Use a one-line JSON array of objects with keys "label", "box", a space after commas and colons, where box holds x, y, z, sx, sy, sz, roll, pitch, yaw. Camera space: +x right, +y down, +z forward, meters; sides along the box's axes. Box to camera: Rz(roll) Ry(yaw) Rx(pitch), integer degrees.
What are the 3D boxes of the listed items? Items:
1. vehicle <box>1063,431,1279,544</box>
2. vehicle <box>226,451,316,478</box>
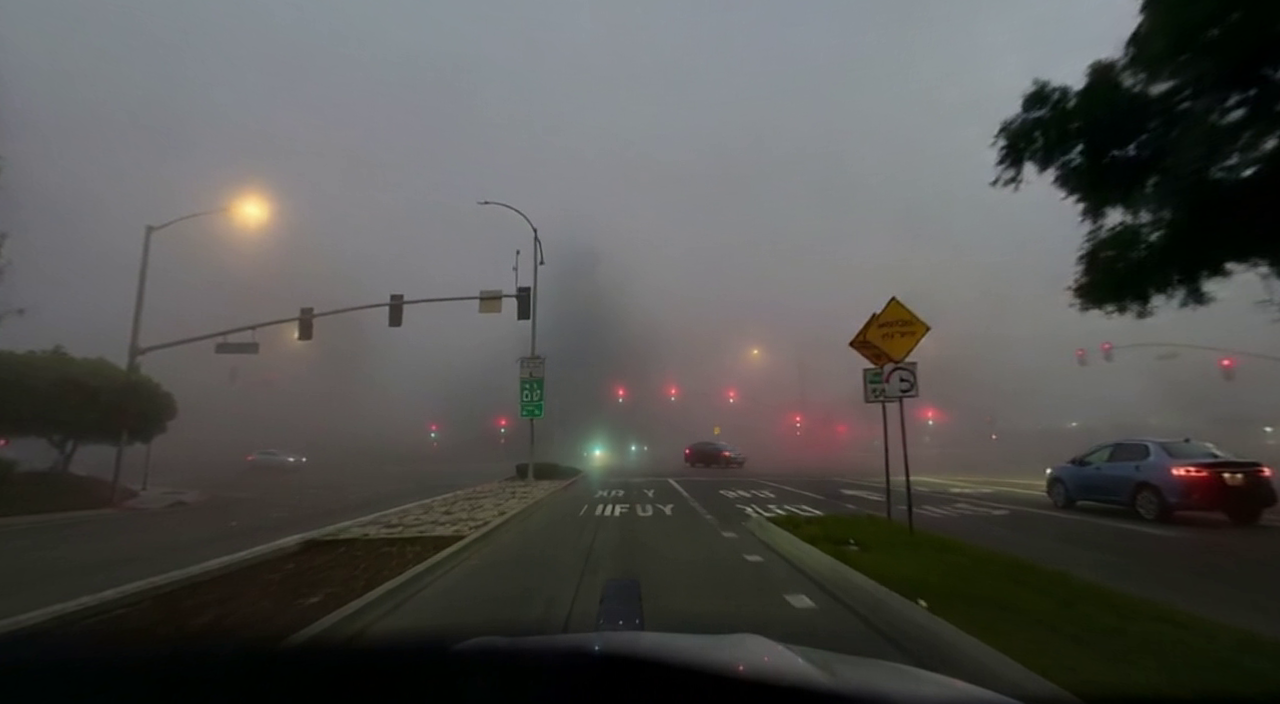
[{"label": "vehicle", "box": [9.540, 2.116, 10.446, 1.933, 1.500, 4.458, 0, -9, -1]}, {"label": "vehicle", "box": [-24.925, 7.592, 42.809, 4.706, 1.734, 2.253, -1, -9, 5]}]
